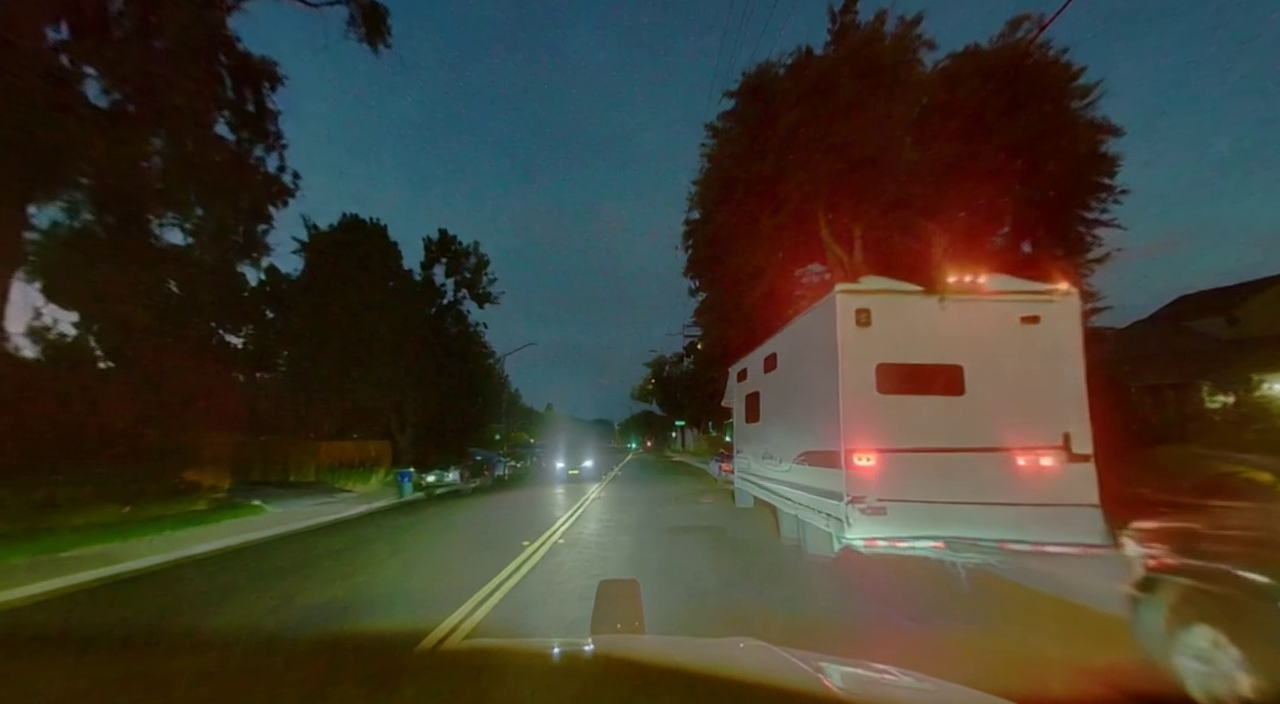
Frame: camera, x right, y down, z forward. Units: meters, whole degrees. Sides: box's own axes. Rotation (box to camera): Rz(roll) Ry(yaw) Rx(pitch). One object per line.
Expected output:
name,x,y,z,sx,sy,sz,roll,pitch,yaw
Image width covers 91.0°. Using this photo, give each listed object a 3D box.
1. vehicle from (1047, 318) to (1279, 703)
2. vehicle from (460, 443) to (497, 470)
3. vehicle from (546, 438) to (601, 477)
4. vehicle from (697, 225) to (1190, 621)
vehicle,3.315,0.606,1.133,1.980,1.782,4.627,0,-8,-1
vehicle,-11.932,7.721,46.734,2.111,1.856,4.803,0,-9,-8
vehicle,-3.241,5.245,31.572,2.194,1.763,4.288,0,-8,1
vehicle,3.087,1.315,11.023,3.052,3.440,11.052,-1,-8,0
